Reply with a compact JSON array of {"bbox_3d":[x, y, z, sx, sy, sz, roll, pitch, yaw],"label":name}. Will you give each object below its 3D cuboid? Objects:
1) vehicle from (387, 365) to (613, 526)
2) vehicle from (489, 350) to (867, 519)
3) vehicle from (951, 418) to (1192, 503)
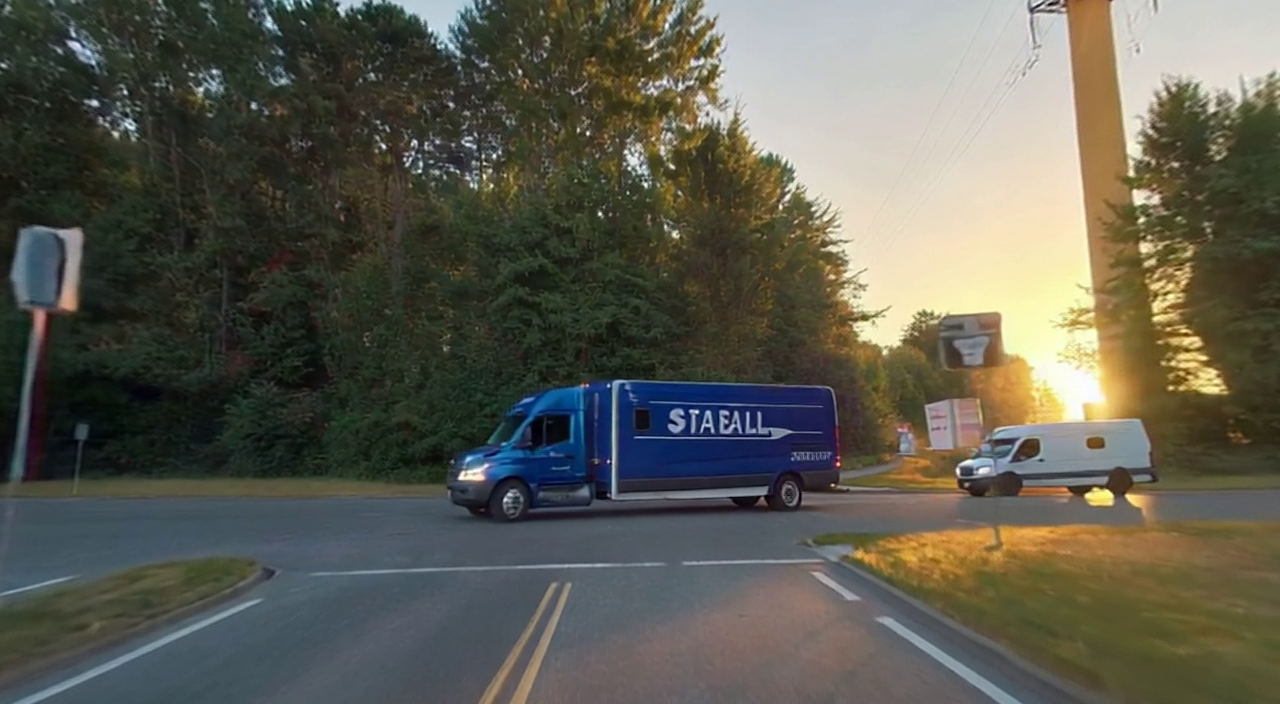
[{"bbox_3d":[-3.300,2.188,14.798,4.552,3.175,2.847,4,-10,-25],"label":"vehicle"},{"bbox_3d":[1.221,2.251,16.860,9.765,3.622,2.740,4,-10,-24],"label":"vehicle"},{"bbox_3d":[13.310,3.363,19.731,5.923,2.424,2.247,0,-9,-4],"label":"vehicle"}]
